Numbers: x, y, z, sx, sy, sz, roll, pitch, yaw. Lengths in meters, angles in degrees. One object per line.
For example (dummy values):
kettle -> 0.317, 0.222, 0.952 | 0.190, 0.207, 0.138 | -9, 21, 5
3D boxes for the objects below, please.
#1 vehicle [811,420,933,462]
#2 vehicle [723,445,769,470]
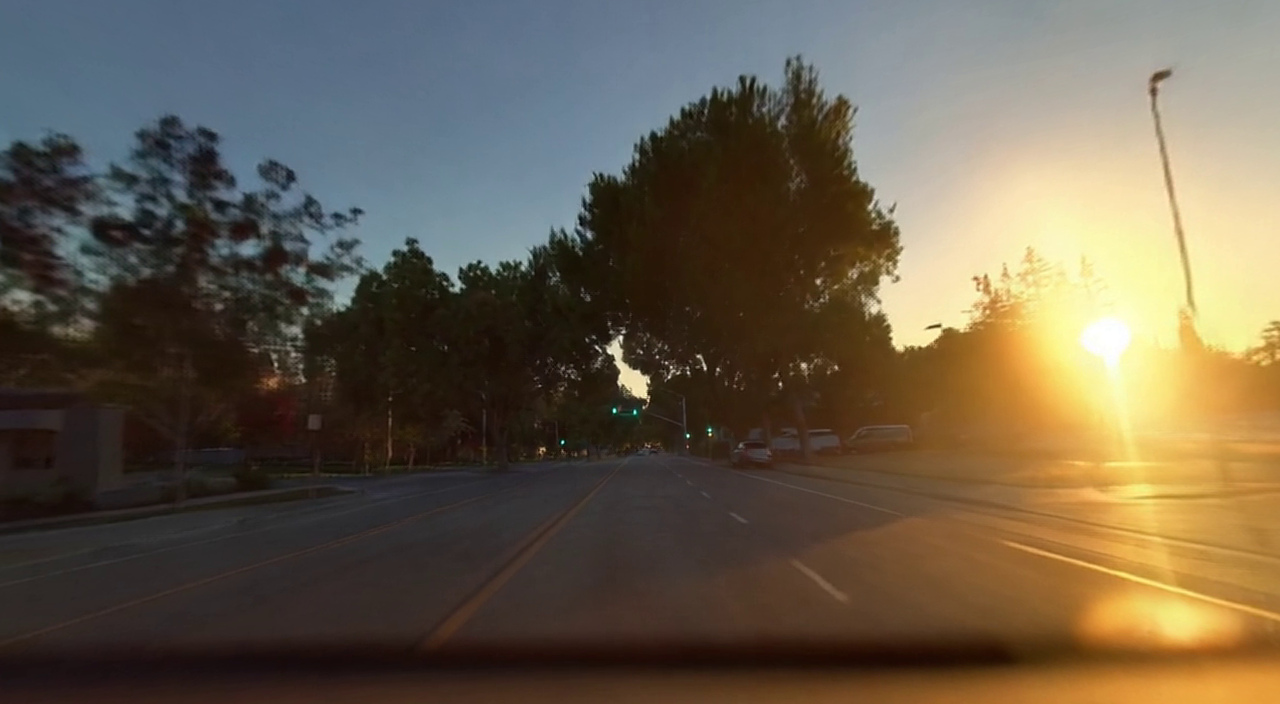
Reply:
vehicle -> 17.569, 6.813, 48.339 | 8.016, 2.965, 3.192 | -1, -8, 2
vehicle -> 6.722, 6.705, 40.398 | 1.993, 1.461, 4.269 | 0, -8, -3
